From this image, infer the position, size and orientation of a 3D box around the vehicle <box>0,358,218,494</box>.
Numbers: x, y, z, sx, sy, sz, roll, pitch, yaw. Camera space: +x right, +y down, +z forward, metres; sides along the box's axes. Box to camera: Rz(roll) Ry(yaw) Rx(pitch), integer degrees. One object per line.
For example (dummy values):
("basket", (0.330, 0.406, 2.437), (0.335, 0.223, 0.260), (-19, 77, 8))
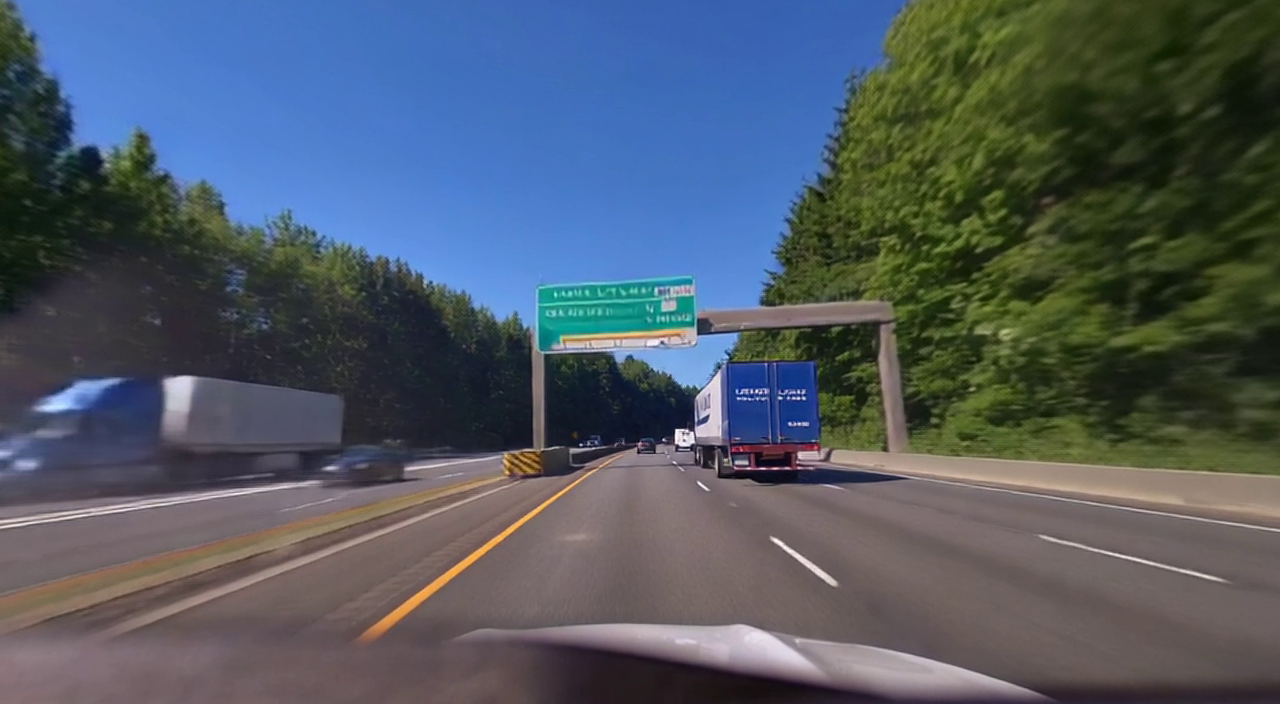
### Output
("vehicle", (-18.199, 2.557, 21.698), (3.000, 4.016, 5.901), (0, -8, 1))

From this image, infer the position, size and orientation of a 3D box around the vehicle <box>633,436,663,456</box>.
("vehicle", (0.604, 7.157, 48.209), (2.209, 1.499, 4.144), (0, -8, 1))

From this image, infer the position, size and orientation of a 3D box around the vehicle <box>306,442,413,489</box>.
("vehicle", (-10.279, 4.145, 23.458), (2.142, 1.532, 3.971), (0, -8, 1))

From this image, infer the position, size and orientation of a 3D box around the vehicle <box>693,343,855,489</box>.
("vehicle", (4.334, 2.684, 24.630), (3.171, 4.072, 13.784), (0, -8, 0))
